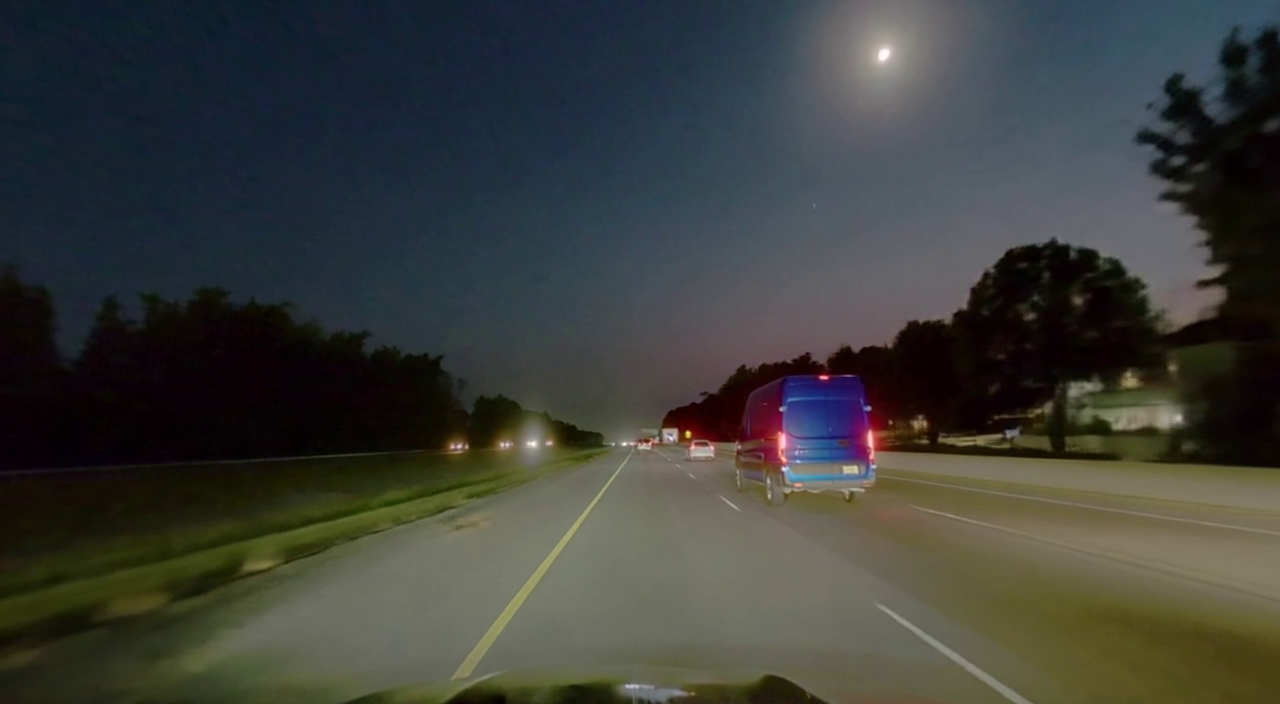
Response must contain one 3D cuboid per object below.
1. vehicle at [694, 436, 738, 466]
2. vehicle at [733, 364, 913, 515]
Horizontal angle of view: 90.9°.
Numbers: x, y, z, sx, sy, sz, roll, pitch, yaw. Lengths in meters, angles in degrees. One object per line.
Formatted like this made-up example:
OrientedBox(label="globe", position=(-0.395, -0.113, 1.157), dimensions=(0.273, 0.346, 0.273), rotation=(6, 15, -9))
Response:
OrientedBox(label="vehicle", position=(4.402, 5.858, 37.298), dimensions=(2.034, 1.651, 4.342), rotation=(0, -8, 0))
OrientedBox(label="vehicle", position=(3.684, 1.982, 14.219), dimensions=(2.302, 2.670, 5.912), rotation=(0, -8, 1))
